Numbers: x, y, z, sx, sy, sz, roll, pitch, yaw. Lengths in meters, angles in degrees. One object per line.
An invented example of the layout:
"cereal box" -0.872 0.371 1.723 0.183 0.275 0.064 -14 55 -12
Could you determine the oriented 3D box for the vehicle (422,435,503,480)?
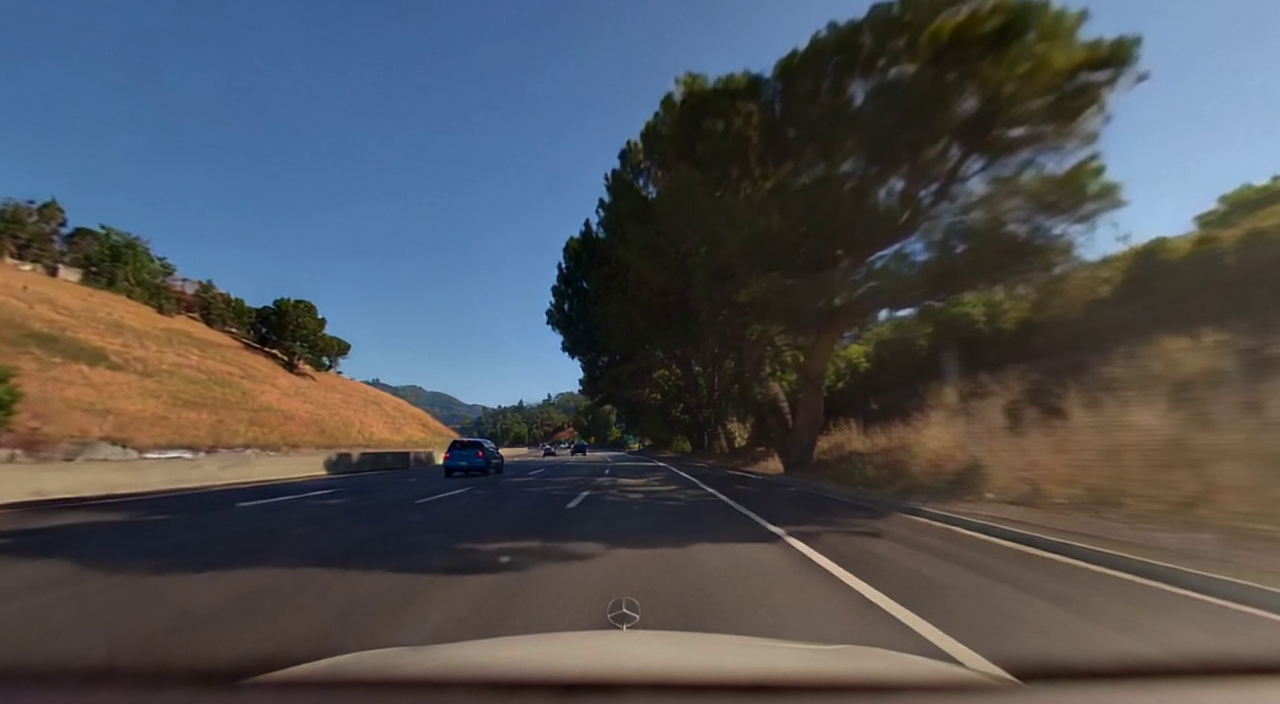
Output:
"vehicle" -7.287 4.394 26.475 2.046 1.712 4.533 0 -8 0
